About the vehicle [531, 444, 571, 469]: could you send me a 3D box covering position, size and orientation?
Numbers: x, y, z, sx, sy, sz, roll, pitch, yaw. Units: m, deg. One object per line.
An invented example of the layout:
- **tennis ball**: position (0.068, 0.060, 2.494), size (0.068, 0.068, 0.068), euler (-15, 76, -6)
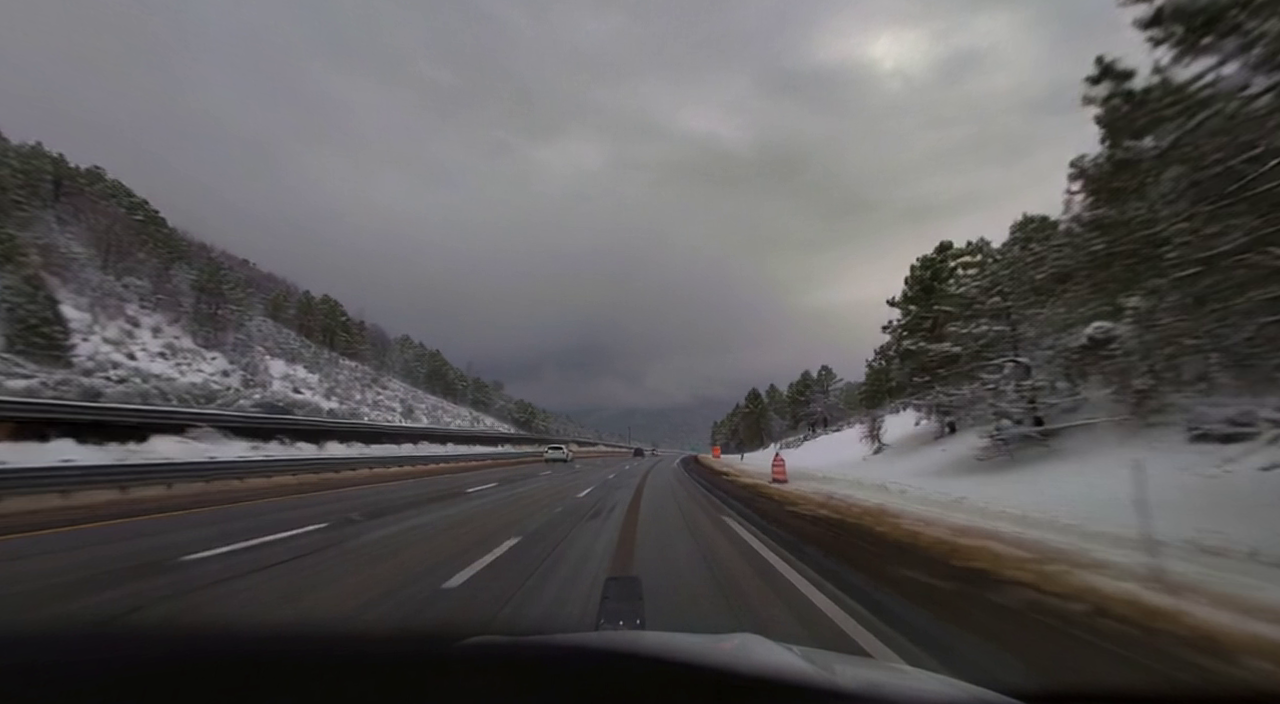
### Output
- **vehicle**: position (-5.992, 7.122, 43.020), size (2.042, 1.585, 4.162), euler (0, -9, 1)
